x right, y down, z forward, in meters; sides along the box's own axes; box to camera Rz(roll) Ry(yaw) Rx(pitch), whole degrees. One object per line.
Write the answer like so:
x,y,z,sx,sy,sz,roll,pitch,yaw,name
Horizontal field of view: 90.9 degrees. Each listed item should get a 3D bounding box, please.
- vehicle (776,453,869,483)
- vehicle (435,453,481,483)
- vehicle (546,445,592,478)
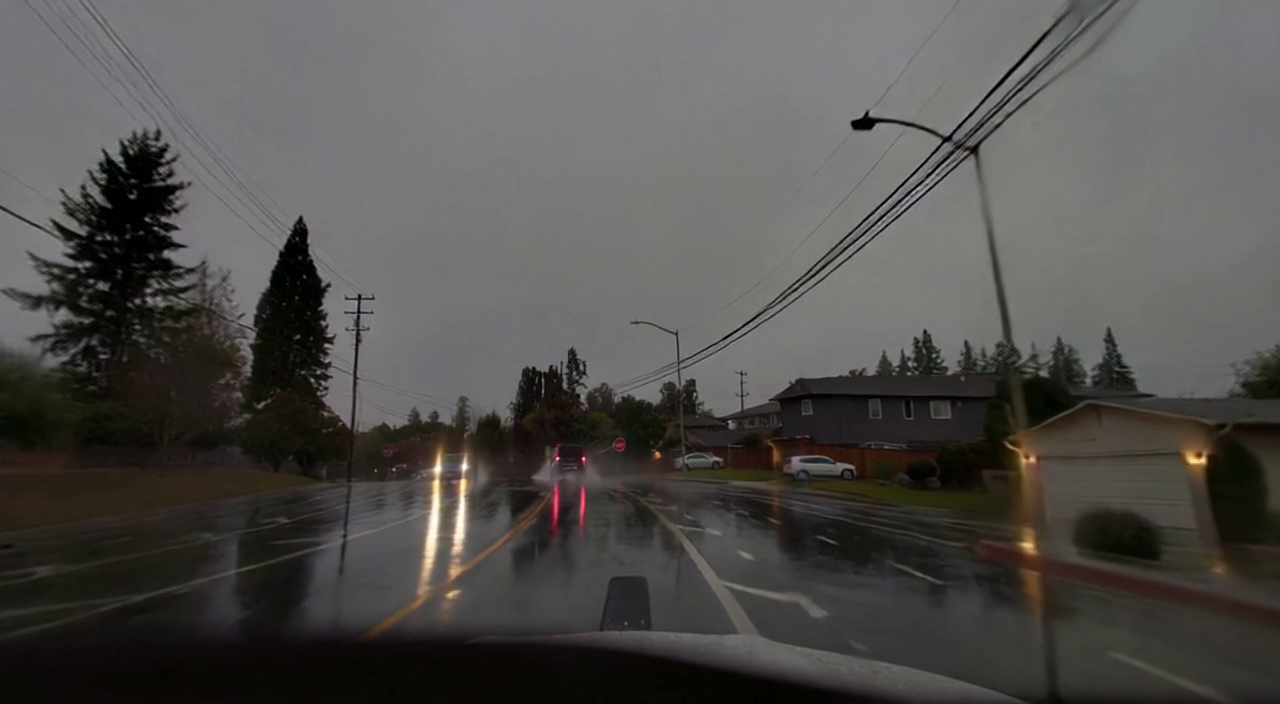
9.844,6.238,34.189,4.383,1.508,1.884,1,-9,-9,vehicle
-10.144,6.455,35.465,2.003,1.483,4.545,1,-9,-10,vehicle
-4.493,6.741,39.173,2.284,1.741,4.702,4,-8,-11,vehicle
